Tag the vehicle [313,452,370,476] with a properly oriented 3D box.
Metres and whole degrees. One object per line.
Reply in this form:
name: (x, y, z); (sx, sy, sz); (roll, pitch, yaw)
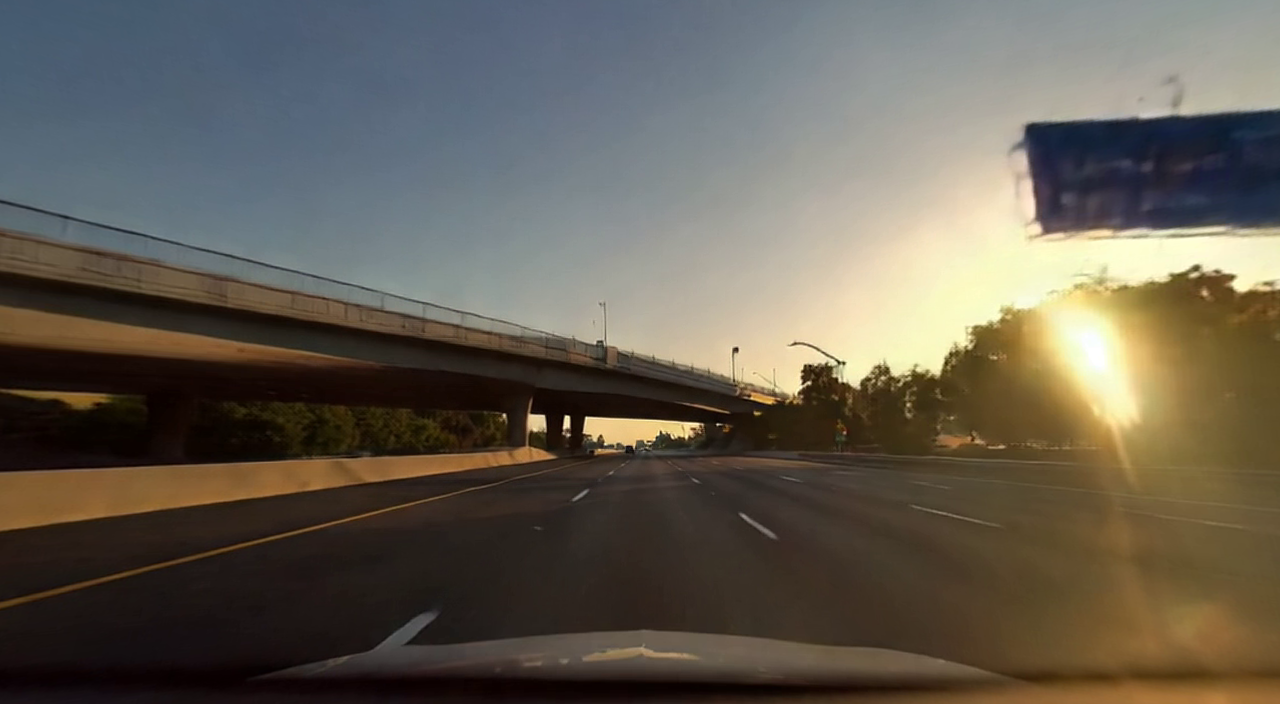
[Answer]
vehicle: (-21.411, 8.014, 45.361); (1.901, 1.552, 4.296); (-1, -8, 1)
